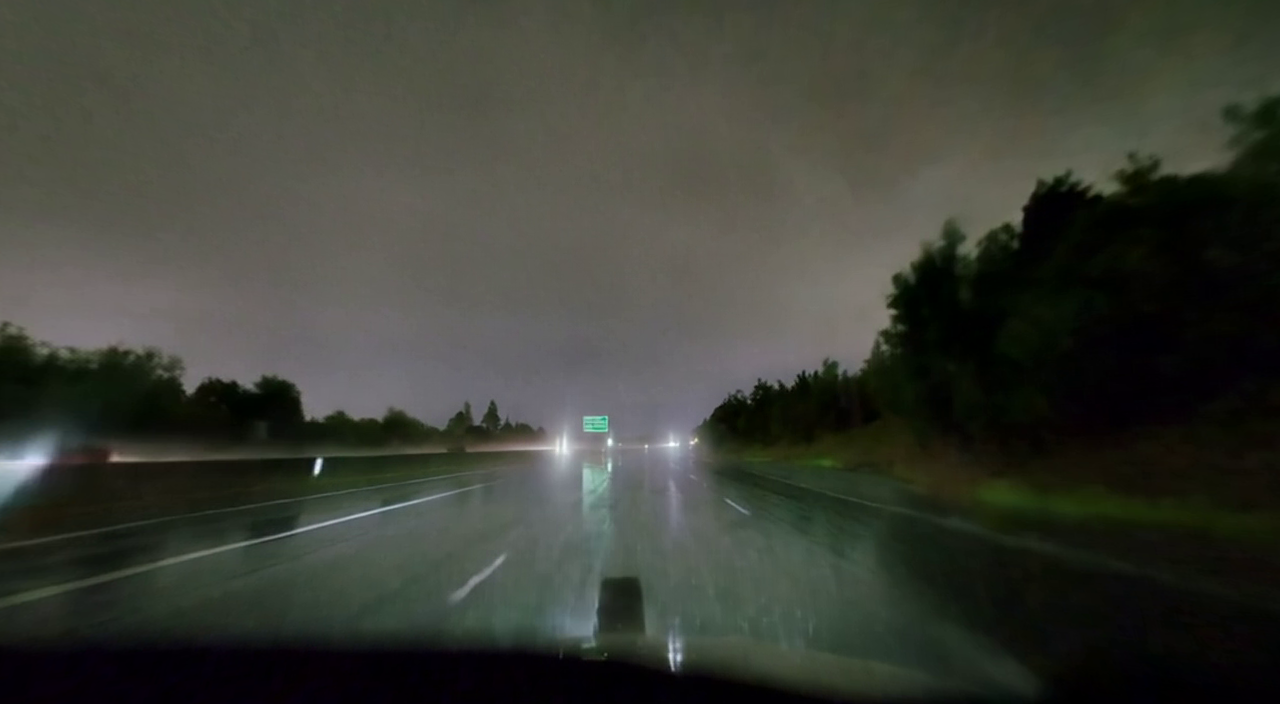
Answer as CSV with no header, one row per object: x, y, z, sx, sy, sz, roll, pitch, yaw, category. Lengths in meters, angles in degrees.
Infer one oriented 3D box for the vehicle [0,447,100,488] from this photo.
-24.372,4.507,24.934,1.865,1.477,4.767,0,-8,0,vehicle
